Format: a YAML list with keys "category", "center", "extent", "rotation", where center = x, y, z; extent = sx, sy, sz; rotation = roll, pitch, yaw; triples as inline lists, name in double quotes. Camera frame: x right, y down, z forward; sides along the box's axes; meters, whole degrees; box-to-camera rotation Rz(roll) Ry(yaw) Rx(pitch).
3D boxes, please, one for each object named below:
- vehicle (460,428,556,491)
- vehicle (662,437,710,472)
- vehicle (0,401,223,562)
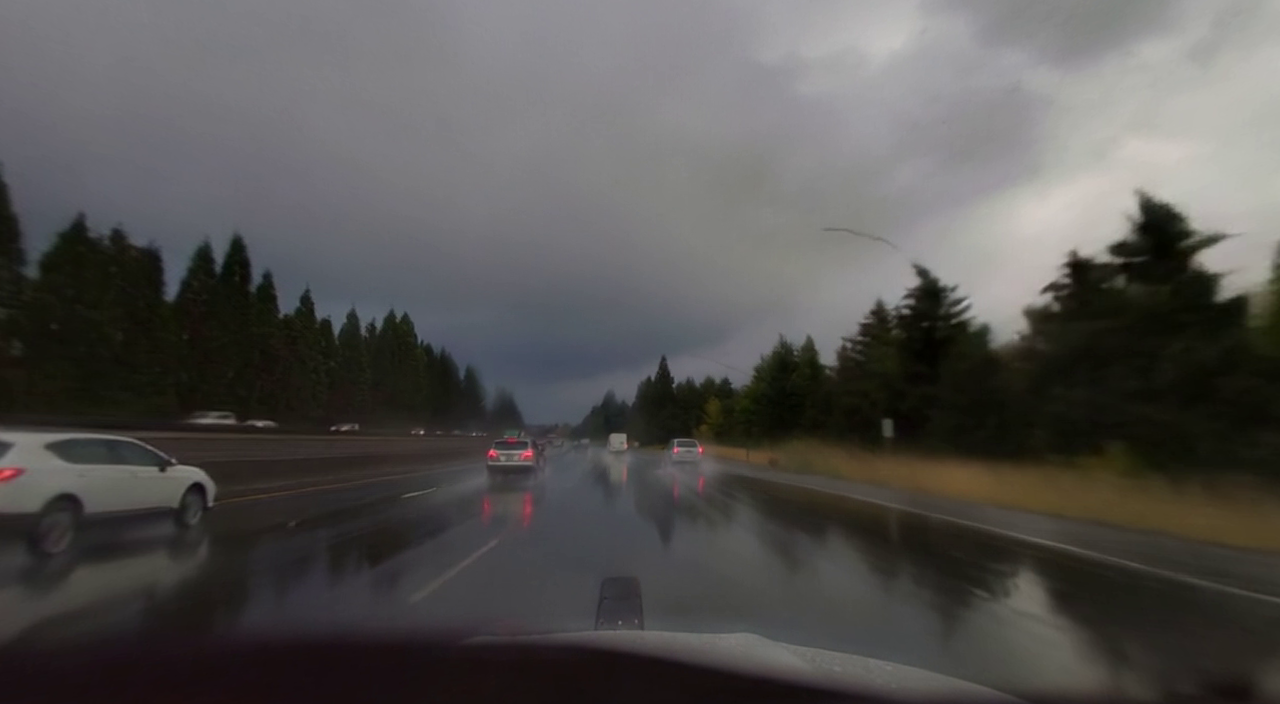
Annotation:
- category: "vehicle"
  center: [-3.847, 3.212, 19.127]
  extent: [2.002, 1.680, 4.301]
  rotation: [0, -9, 0]
- category: "vehicle"
  center: [2.362, 5.407, 33.320]
  extent: [2.053, 1.698, 4.097]
  rotation: [1, -9, -3]
- category: "vehicle"
  center: [-7.987, 1.574, 7.977]
  extent: [2.237, 1.703, 4.681]
  rotation: [0, -9, -1]
